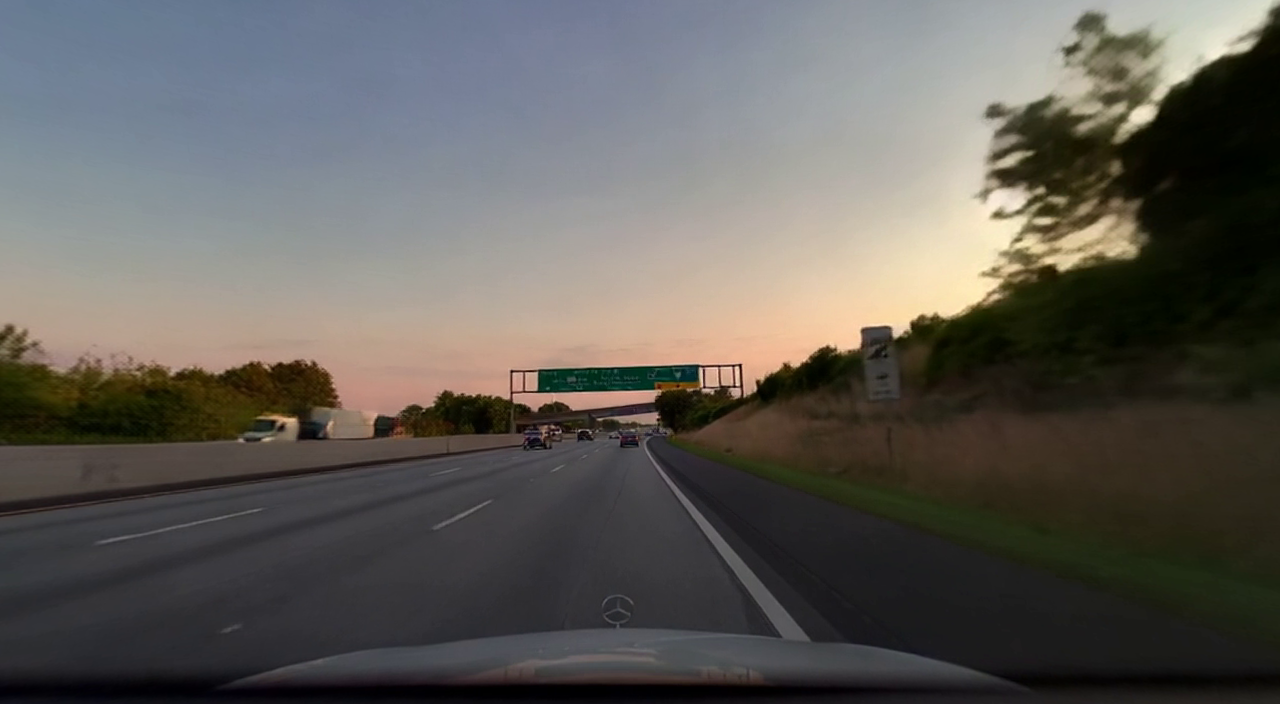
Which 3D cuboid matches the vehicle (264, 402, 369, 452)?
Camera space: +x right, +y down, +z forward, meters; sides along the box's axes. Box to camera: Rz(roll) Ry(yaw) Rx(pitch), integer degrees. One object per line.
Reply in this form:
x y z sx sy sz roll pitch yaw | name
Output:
-24.652 5.873 48.717 2.715 3.424 10.329 0 -8 0 | vehicle

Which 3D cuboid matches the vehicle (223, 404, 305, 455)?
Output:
-24.536 5.089 41.235 2.875 3.132 3.793 0 -8 -1 | vehicle
